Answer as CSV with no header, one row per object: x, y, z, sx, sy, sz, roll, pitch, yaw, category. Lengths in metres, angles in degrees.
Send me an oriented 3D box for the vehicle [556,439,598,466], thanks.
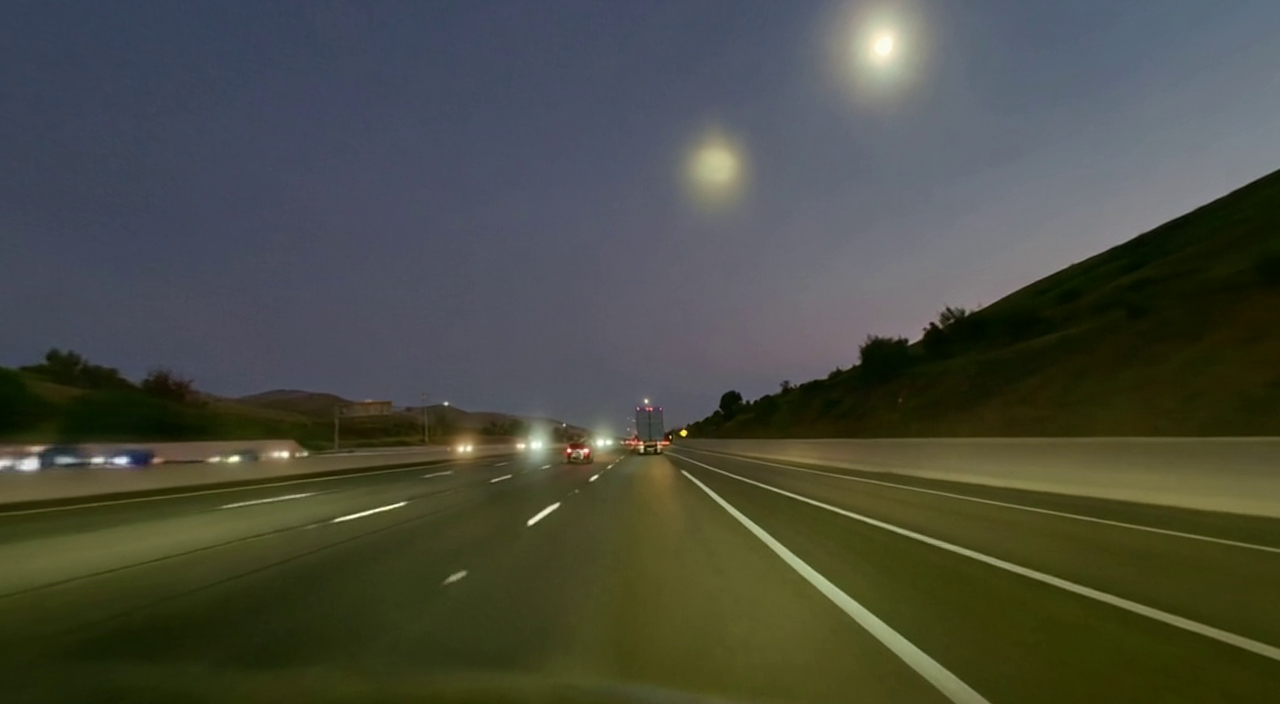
-3.686,5.967,37.510,1.983,1.508,4.060,0,-8,1,vehicle

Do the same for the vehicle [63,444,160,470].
-39.294,7.766,47.131,2.158,1.816,5.645,-1,-8,3,vehicle
